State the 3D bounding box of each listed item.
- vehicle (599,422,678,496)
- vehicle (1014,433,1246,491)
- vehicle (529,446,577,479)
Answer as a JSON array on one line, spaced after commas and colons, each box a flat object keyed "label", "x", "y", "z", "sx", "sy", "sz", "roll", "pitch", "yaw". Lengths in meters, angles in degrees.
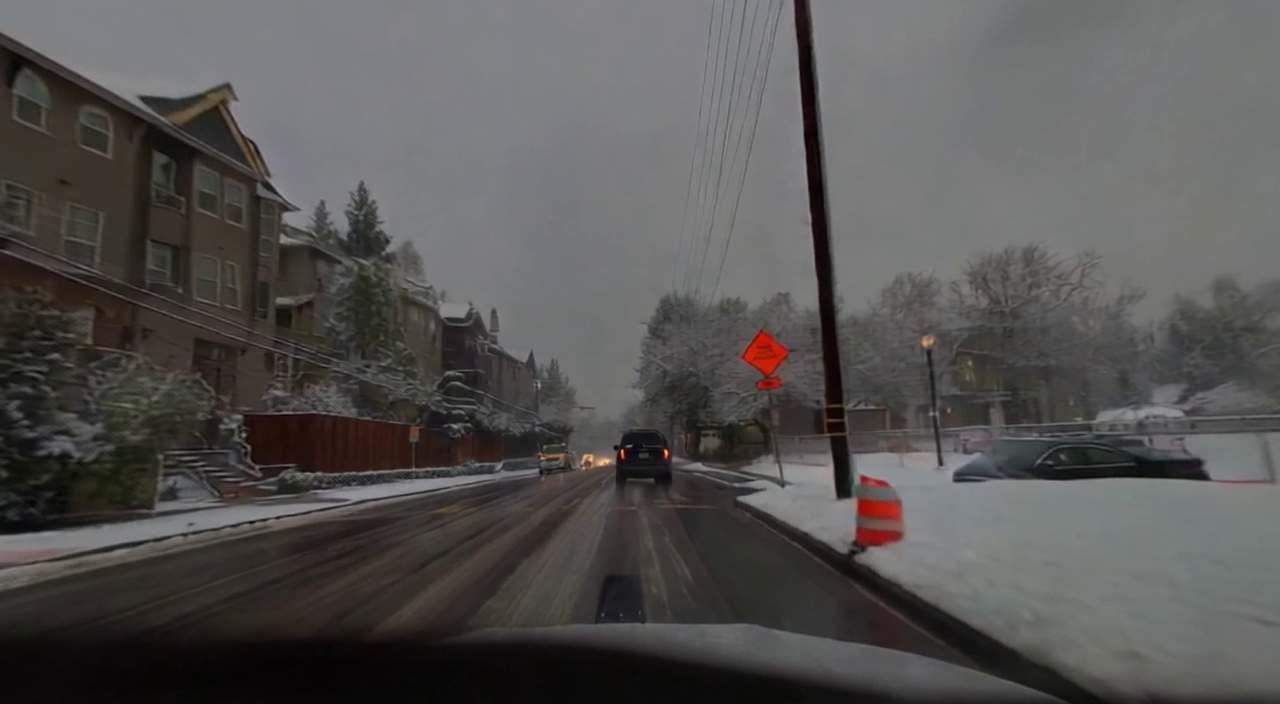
[{"label": "vehicle", "x": -0.063, "y": 3.366, "z": 20.088, "sx": 2.169, "sy": 2.015, "sz": 5.206, "roll": 0, "pitch": -9, "yaw": -1}, {"label": "vehicle", "x": 13.165, "y": 3.000, "z": 17.305, "sx": 4.567, "sy": 1.448, "sz": 1.890, "roll": -1, "pitch": -9, "yaw": 8}, {"label": "vehicle", "x": -6.040, "y": 7.753, "z": 44.629, "sx": 2.502, "sy": 2.163, "sz": 5.833, "roll": 0, "pitch": -9, "yaw": 0}]
